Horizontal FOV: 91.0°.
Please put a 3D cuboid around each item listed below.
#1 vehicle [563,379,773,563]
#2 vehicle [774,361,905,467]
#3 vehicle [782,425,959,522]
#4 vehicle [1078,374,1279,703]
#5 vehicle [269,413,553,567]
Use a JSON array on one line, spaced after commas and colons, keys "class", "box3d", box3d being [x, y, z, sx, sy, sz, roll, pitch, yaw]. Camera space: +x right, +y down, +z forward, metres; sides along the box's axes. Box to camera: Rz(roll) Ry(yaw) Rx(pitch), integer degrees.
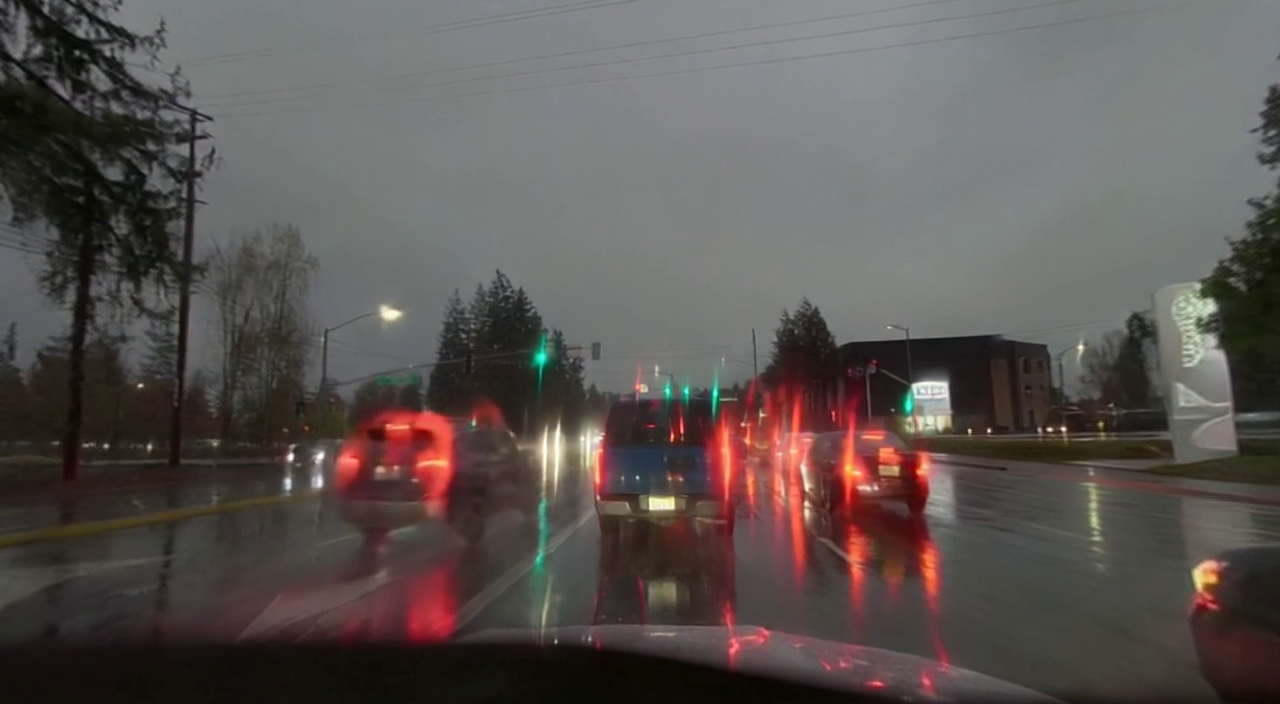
[{"class": "vehicle", "box3d": [0.433, 1.560, 8.884, 2.188, 1.892, 4.488, 0, -8, 4]}, {"class": "vehicle", "box3d": [8.283, 2.923, 27.690, 2.965, 3.900, 9.064, 0, -8, 1]}, {"class": "vehicle", "box3d": [3.986, 2.158, 11.714, 1.862, 1.451, 4.083, 0, -8, 2]}, {"class": "vehicle", "box3d": [3.288, 0.662, 1.072, 2.109, 1.500, 4.585, -1, -8, 6]}, {"class": "vehicle", "box3d": [-2.593, 1.678, 8.415, 2.010, 1.515, 4.152, 0, -8, 4]}]
